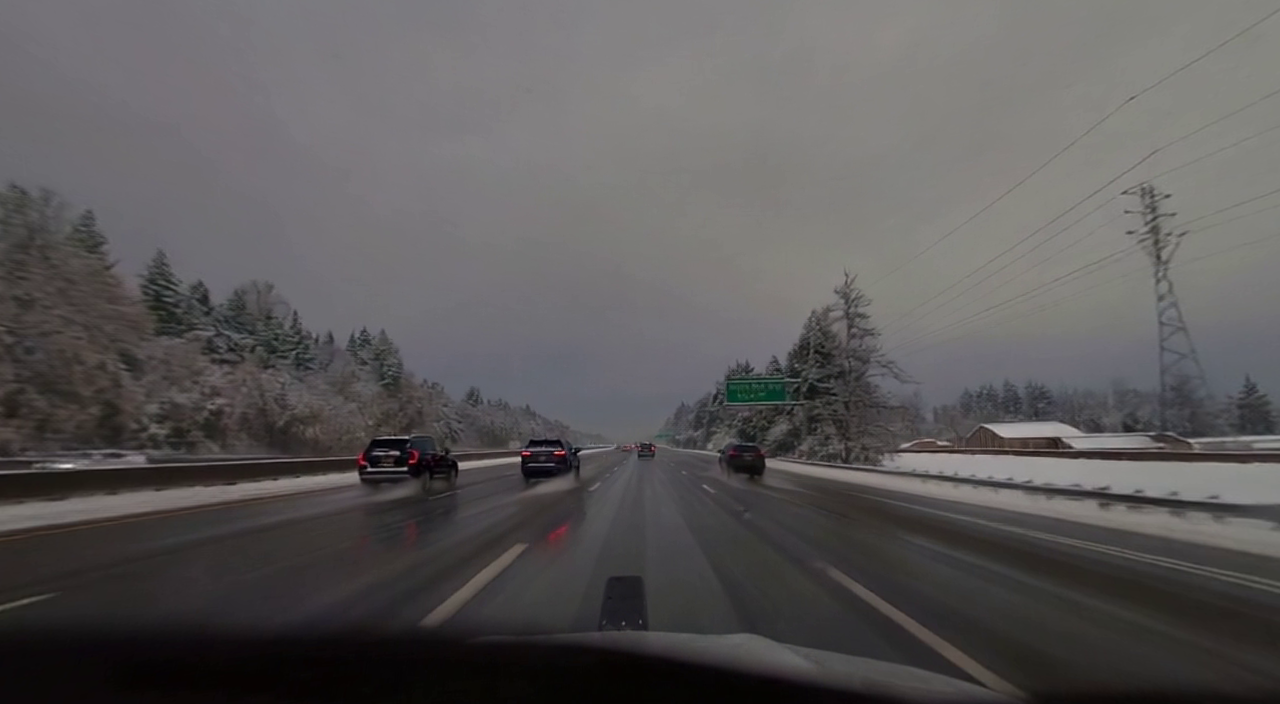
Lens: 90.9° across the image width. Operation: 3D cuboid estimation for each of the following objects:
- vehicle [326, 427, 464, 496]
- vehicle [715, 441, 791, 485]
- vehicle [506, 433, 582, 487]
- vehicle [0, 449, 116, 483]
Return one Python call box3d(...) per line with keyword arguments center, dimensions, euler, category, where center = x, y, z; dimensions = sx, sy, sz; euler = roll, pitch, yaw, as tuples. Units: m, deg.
box3d(center=(-7.204, 3.270, 19.241), dimensions=(2.162, 1.805, 4.853), euler=(0, -8, 1), category="vehicle")
box3d(center=(4.139, 4.123, 23.771), dimensions=(1.964, 1.479, 4.252), euler=(0, -8, -1), category="vehicle")
box3d(center=(-3.225, 3.712, 21.983), dimensions=(1.961, 1.704, 4.052), euler=(0, -8, 1), category="vehicle")
box3d(center=(-29.056, 5.628, 31.532), dimensions=(1.822, 1.516, 4.466), euler=(0, -8, 1), category="vehicle")
